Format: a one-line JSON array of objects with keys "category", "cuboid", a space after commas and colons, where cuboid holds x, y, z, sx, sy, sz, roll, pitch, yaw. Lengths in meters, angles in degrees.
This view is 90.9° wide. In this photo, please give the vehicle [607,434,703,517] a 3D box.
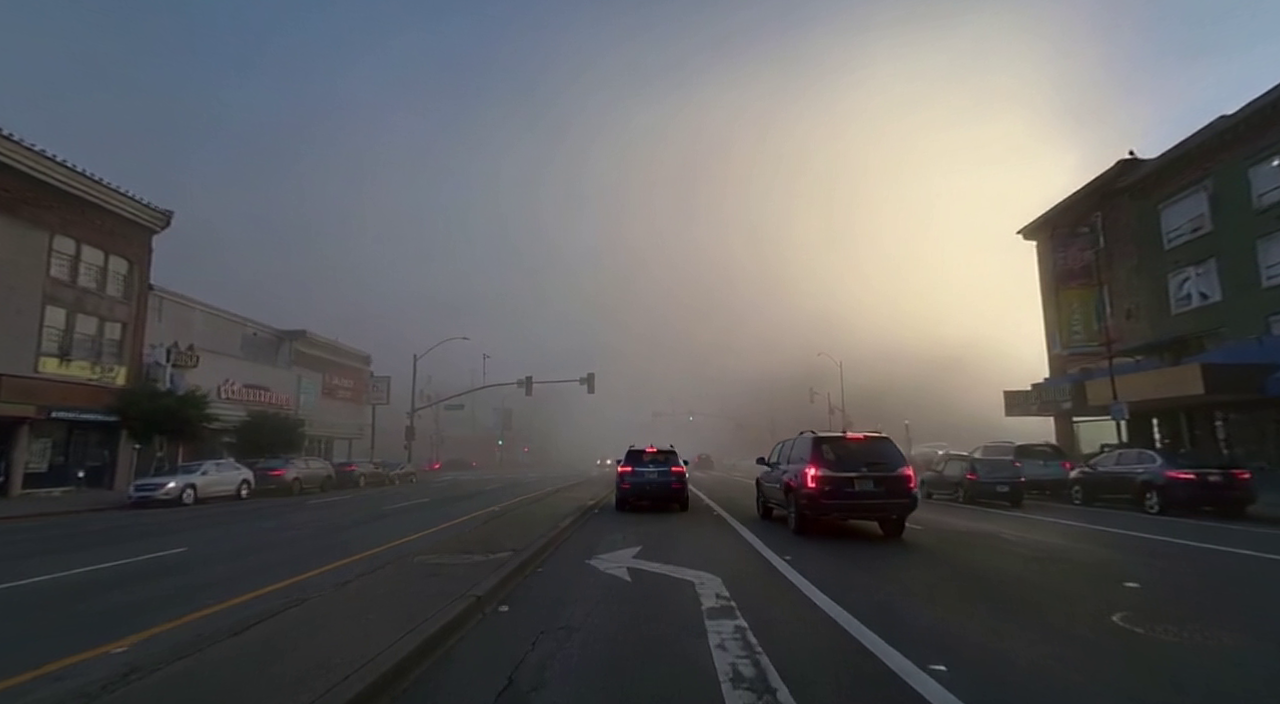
[{"category": "vehicle", "cuboid": [0.344, 3.152, 16.679, 2.157, 1.863, 4.665, 0, -9, 0]}]

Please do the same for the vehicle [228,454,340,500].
[{"category": "vehicle", "cuboid": [-15.157, 5.310, 27.297, 1.825, 1.685, 5.220, 0, -9, -1]}]

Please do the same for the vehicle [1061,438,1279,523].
[{"category": "vehicle", "cuboid": [14.025, 3.361, 16.669, 2.151, 1.833, 5.323, -1, -11, 2]}]

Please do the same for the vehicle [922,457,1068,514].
[{"category": "vehicle", "cuboid": [10.514, 3.944, 19.160, 1.863, 1.426, 4.494, 0, -9, 1]}]

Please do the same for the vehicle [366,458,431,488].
[{"category": "vehicle", "cuboid": [-14.980, 7.499, 39.477, 2.096, 1.416, 4.885, 0, -6, 1]}]

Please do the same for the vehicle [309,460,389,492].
[{"category": "vehicle", "cuboid": [-15.035, 6.426, 32.936, 1.792, 1.429, 5.161, 0, -9, -1]}]

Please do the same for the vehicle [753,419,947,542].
[{"category": "vehicle", "cuboid": [3.782, 2.422, 12.605, 2.115, 1.932, 5.189, 0, -9, 0]}]

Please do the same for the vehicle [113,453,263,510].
[{"category": "vehicle", "cuboid": [-15.253, 4.347, 21.667, 1.698, 1.466, 4.713, 0, -6, 0]}]
